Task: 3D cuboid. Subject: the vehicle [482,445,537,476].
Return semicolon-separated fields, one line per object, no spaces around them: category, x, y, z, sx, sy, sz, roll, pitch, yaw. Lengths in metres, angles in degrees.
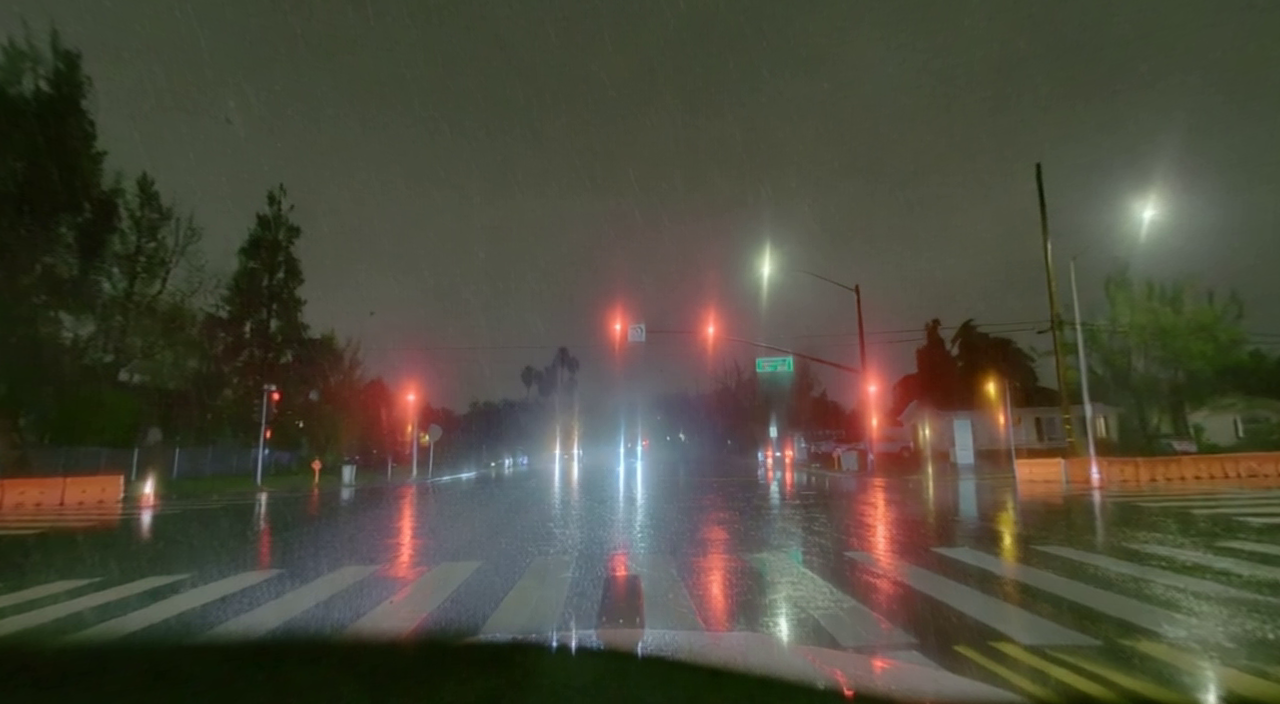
vehicle;-6.611;5.531;32.383;1.881;1.452;4.121;0;-8;0

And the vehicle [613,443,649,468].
vehicle;-0.532;6.305;38.631;2.105;1.457;4.173;0;-8;-1

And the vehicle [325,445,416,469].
vehicle;-16.397;6.391;38.599;4.713;1.409;1.918;0;-8;-2

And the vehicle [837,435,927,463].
vehicle;15.373;6.180;40.312;4.892;1.656;1.856;0;-8;0
